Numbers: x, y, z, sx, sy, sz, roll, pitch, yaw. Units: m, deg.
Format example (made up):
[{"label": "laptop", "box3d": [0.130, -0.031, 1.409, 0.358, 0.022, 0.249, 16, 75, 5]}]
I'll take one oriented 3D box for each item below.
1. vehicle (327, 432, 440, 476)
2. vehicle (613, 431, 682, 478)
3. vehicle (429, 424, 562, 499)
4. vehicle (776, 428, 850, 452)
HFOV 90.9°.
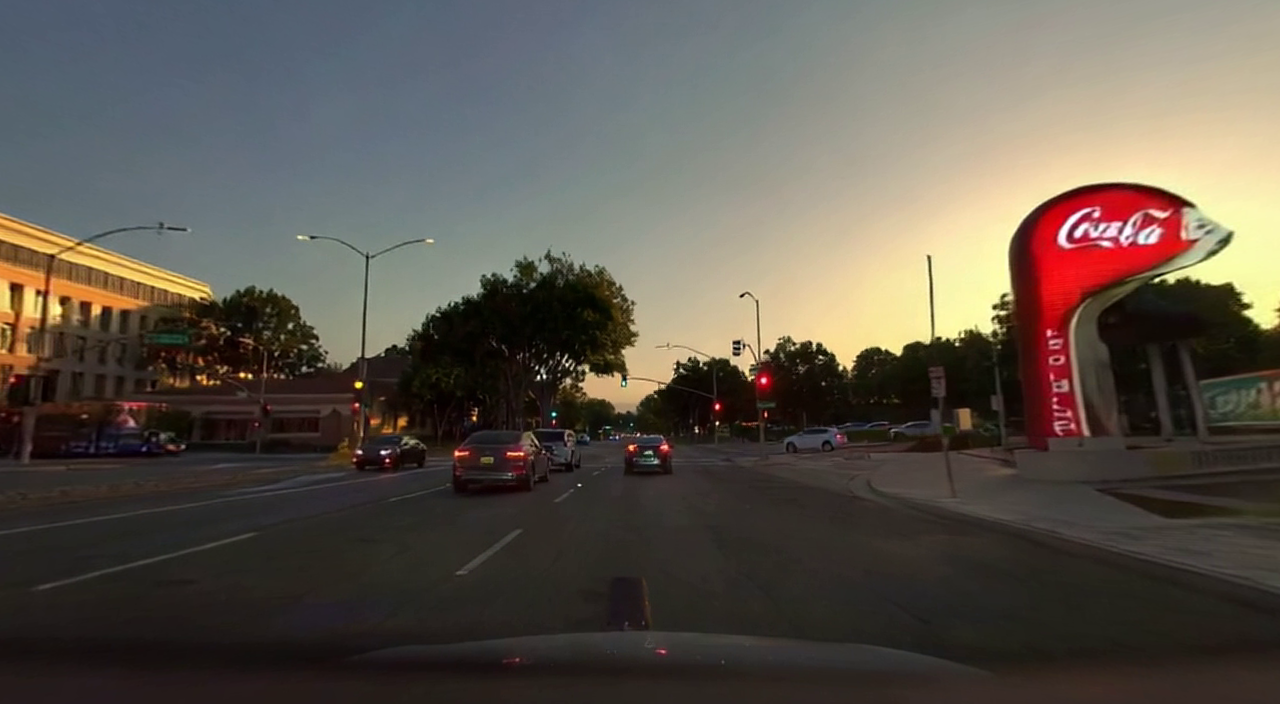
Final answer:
[{"label": "vehicle", "box3d": [-9.469, 3.818, 23.745, 2.096, 1.474, 4.585, -1, -8, 3]}, {"label": "vehicle", "box3d": [0.334, 3.621, 22.681, 2.258, 1.507, 3.896, -1, -7, 3]}, {"label": "vehicle", "box3d": [-3.255, 2.584, 15.213, 2.029, 1.517, 4.375, 0, -8, 2]}, {"label": "vehicle", "box3d": [13.133, 6.722, 48.057, 5.032, 1.762, 1.982, 0, -8, 0]}]
